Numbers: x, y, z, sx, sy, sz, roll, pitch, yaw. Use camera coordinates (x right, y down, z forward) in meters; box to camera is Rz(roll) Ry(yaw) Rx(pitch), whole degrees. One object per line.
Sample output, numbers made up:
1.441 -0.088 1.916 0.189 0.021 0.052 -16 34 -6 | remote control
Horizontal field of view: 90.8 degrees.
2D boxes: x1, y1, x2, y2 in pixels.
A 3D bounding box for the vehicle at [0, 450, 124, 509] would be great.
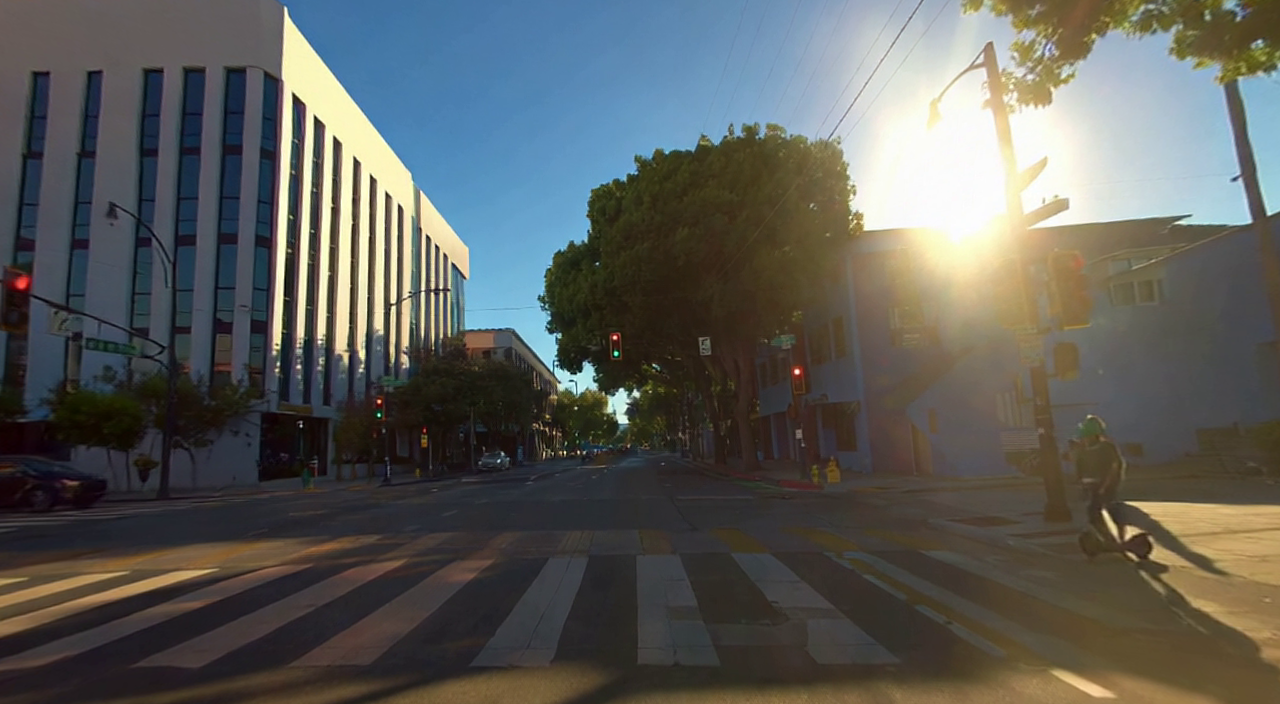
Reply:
-18.622 3.752 18.794 4.641 1.616 2.051 0 -8 -1 | vehicle
